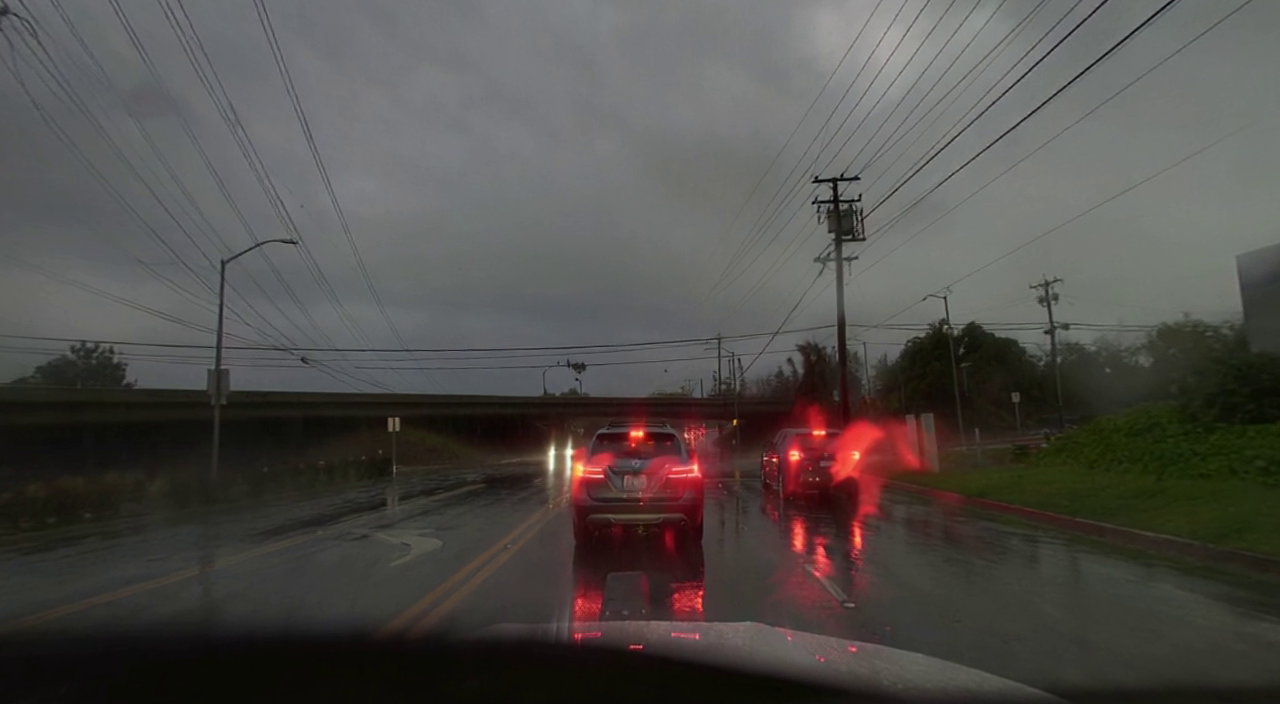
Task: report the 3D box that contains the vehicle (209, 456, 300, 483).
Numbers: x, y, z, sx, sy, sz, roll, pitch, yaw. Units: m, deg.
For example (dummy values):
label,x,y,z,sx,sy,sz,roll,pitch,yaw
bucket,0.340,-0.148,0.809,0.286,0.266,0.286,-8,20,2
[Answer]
label,x,y,z,sx,sy,sz,roll,pitch,yaw
vehicle,-24.783,7.538,40.635,1.808,1.539,4.600,-8,-11,40

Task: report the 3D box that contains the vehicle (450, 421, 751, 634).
label,x,y,z,sx,sy,sz,roll,pitch,yaw
vehicle,-0.239,1.529,6.467,2.090,1.458,4.033,-1,-9,1
